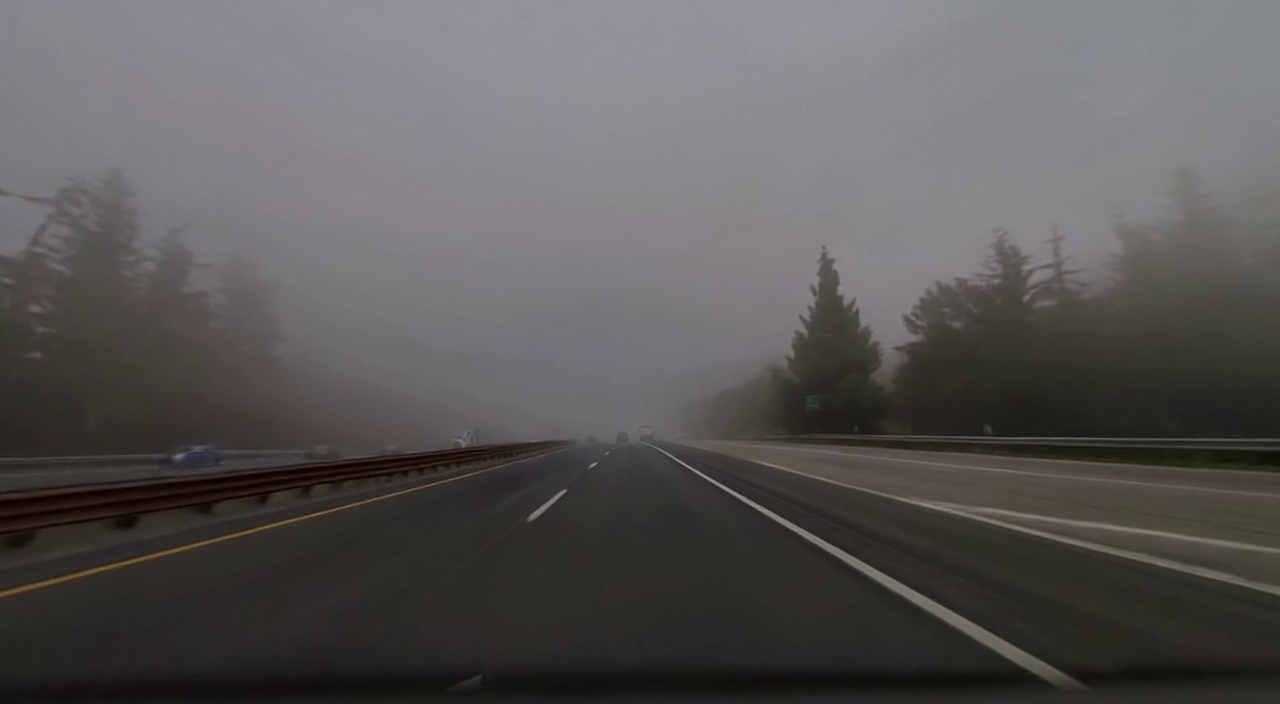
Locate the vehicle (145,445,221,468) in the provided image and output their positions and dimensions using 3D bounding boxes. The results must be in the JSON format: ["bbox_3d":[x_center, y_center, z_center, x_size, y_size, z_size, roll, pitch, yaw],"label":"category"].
[{"bbox_3d":[-32.989,7.566,45.662,1.861,1.498,4.712,0,-8,1],"label":"vehicle"}]
